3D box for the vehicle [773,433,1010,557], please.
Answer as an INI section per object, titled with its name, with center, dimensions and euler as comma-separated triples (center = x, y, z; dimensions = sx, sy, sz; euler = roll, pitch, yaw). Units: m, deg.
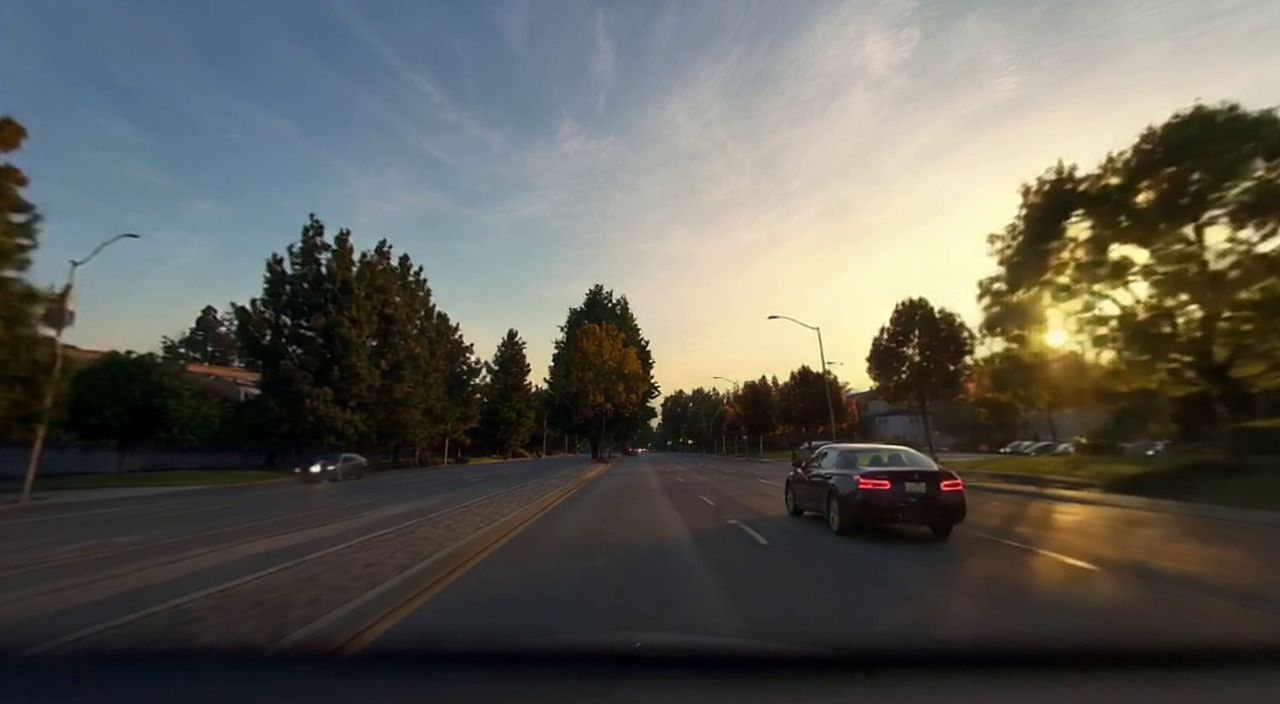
[vehicle]
center = 3.435, 2.017, 9.616
dimensions = 1.852, 1.453, 4.083
euler = 0, -9, -1
